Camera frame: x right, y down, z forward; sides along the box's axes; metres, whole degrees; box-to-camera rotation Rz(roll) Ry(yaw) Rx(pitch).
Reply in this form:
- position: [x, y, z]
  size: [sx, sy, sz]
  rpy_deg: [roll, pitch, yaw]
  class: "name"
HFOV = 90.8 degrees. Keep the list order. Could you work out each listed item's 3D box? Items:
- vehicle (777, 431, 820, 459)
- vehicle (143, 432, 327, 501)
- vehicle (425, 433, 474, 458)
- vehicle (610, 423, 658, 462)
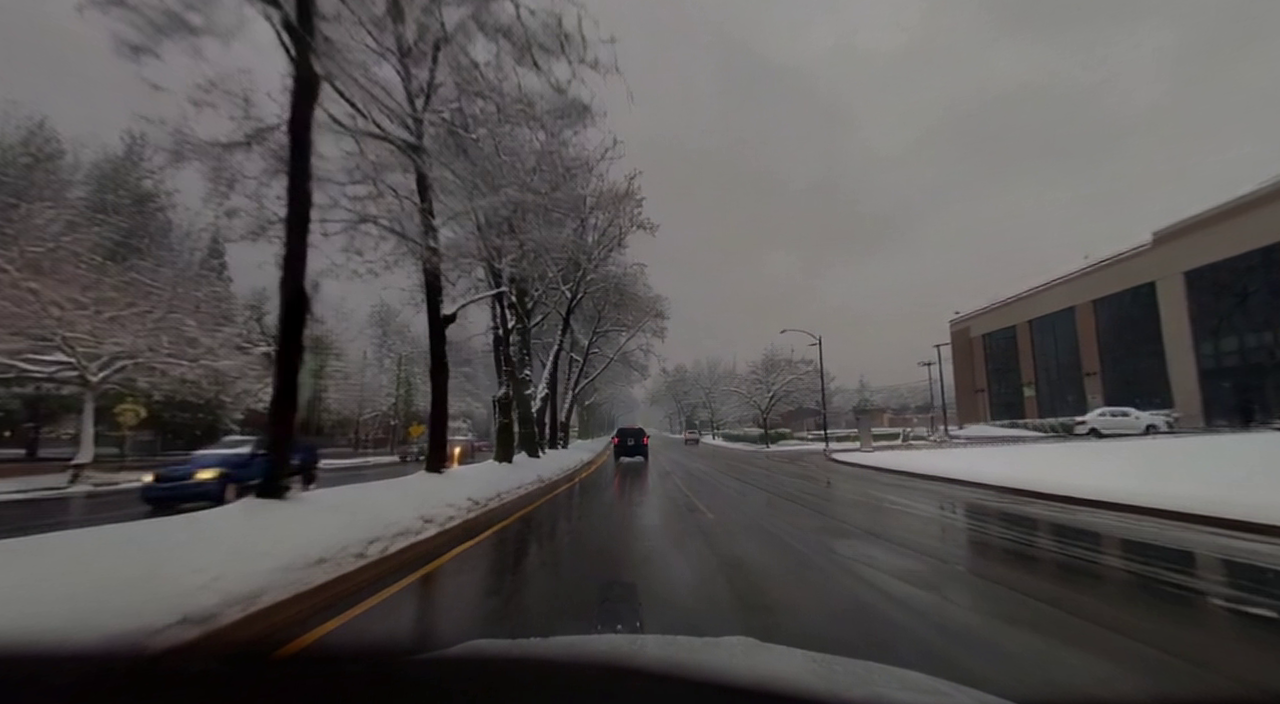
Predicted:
- position: [11.008, 6.510, 44.152]
  size: [2.364, 1.781, 4.854]
  rpy_deg: [-1, -9, 8]
  class: "vehicle"
- position: [-10.764, 3.068, 17.326]
  size: [1.979, 1.605, 4.550]
  rpy_deg: [0, -9, 1]
  class: "vehicle"
- position: [-13.527, 6.656, 45.113]
  size: [1.929, 1.676, 5.134]
  rpy_deg: [0, -9, 0]
  class: "vehicle"
- position: [-0.328, 4.992, 34.728]
  size: [2.411, 1.937, 5.186]
  rpy_deg: [0, -8, -1]
  class: "vehicle"
